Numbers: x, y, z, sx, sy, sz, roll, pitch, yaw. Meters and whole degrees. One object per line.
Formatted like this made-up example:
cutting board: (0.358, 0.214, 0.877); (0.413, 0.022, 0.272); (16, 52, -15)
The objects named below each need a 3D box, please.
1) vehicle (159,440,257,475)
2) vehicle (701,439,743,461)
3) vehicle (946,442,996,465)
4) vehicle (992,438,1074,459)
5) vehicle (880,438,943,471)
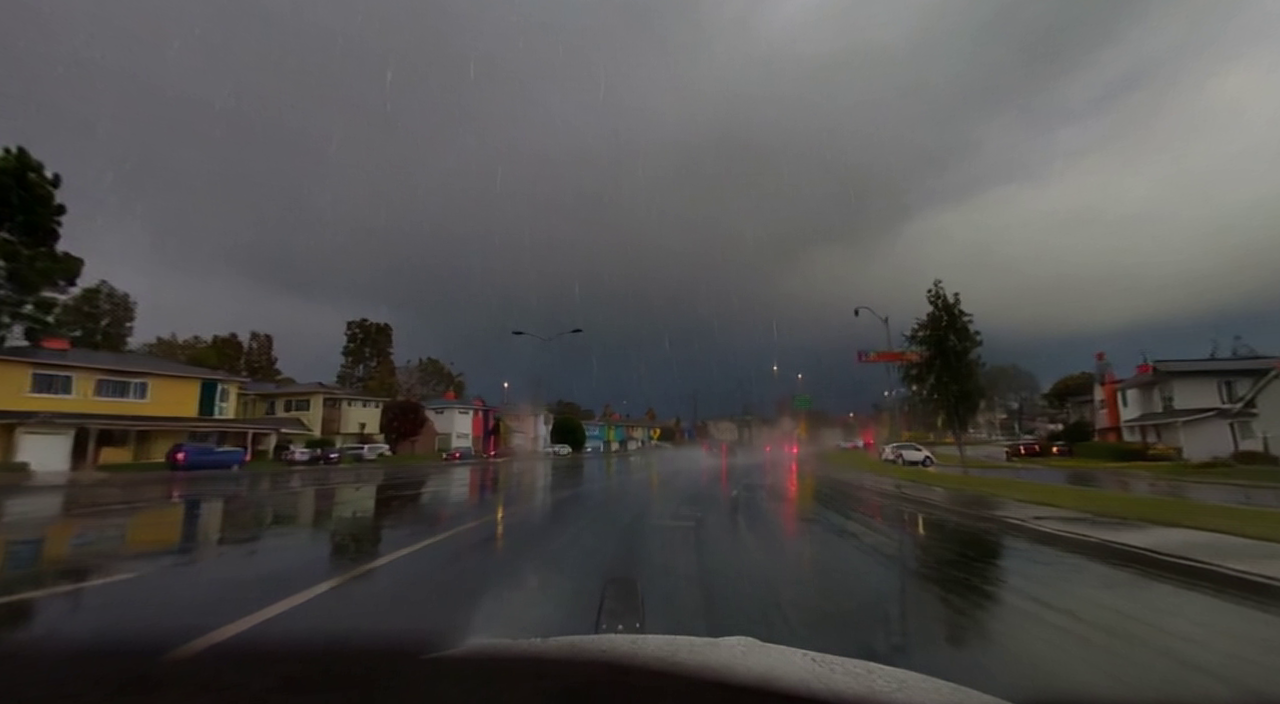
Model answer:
vehicle: (-26.294, 6.508, 38.682); (1.958, 1.708, 4.611); (-6, -14, 16)
vehicle: (6.140, 7.224, 46.585); (2.081, 1.489, 4.863); (-3, -9, 19)
vehicle: (23.614, 7.258, 45.285); (1.945, 1.531, 4.589); (-2, -9, 12)
vehicle: (29.274, 7.207, 47.215); (4.669, 1.517, 1.993); (-2, -9, 10)
vehicle: (14.936, 5.745, 35.035); (1.988, 1.487, 4.479); (-3, -13, 8)
